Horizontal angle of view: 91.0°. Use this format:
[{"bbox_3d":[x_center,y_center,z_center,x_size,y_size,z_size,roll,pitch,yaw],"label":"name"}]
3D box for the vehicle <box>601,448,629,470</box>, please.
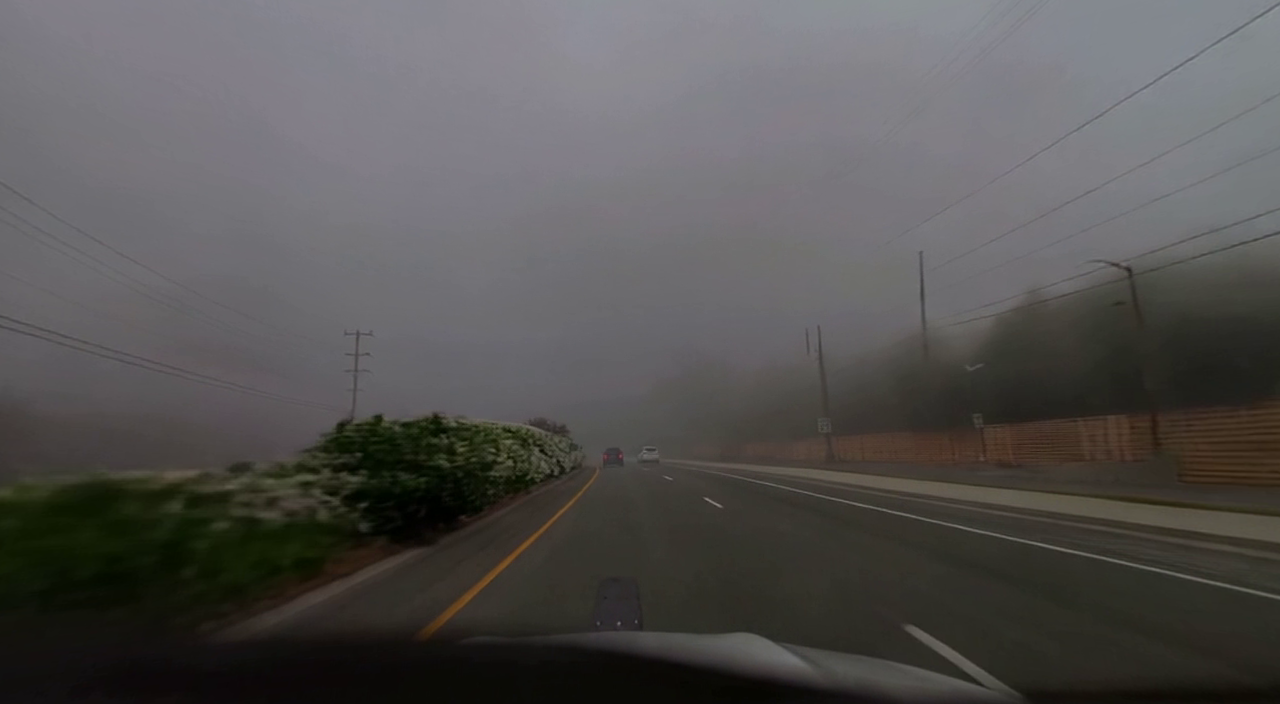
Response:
[{"bbox_3d":[-2.019,8.391,49.505,2.005,1.633,4.044,1,-9,-4],"label":"vehicle"}]
